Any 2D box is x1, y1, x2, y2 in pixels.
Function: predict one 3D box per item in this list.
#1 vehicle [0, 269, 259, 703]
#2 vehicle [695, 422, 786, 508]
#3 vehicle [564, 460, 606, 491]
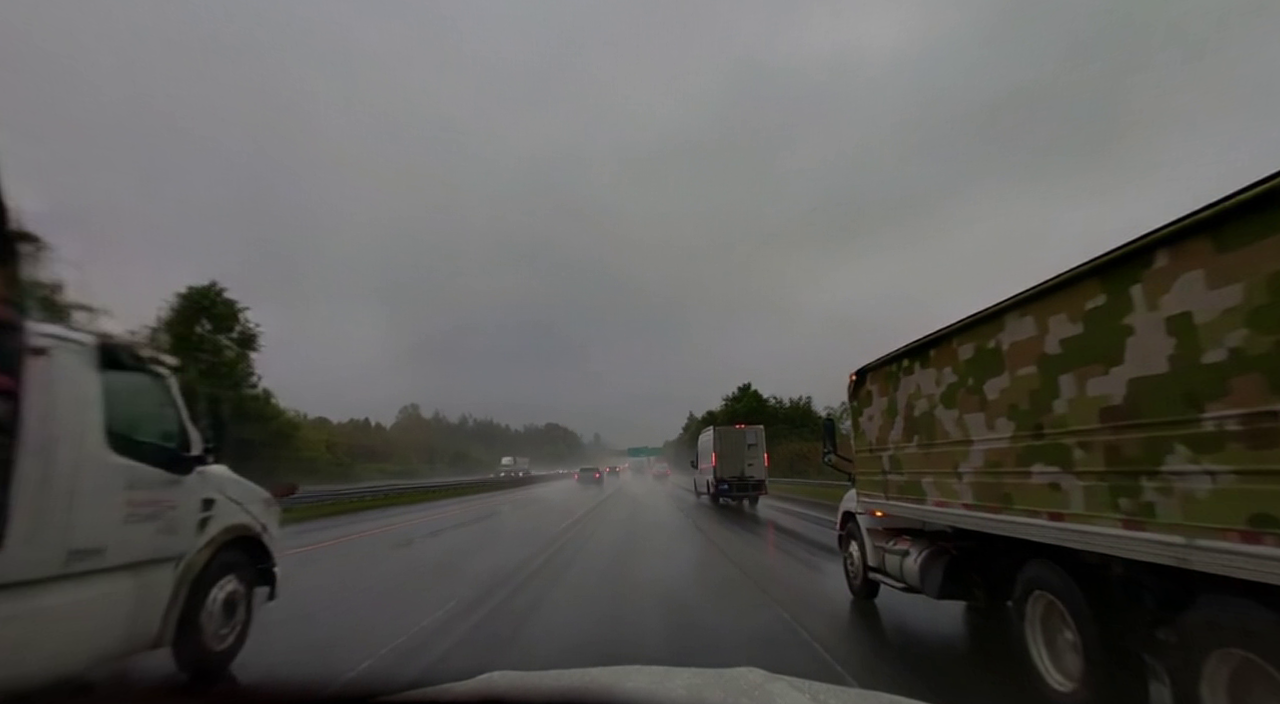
[{"bbox_3d":[-3.505,0.453,1.097,2.378,1.930,5.086,1,-10,1],"label":"vehicle"},{"bbox_3d":[3.798,4.506,25.065,2.703,2.988,5.097,1,-10,-1],"label":"vehicle"},{"bbox_3d":[-3.486,7.933,40.584,2.204,1.852,4.661,1,-10,1],"label":"vehicle"}]
